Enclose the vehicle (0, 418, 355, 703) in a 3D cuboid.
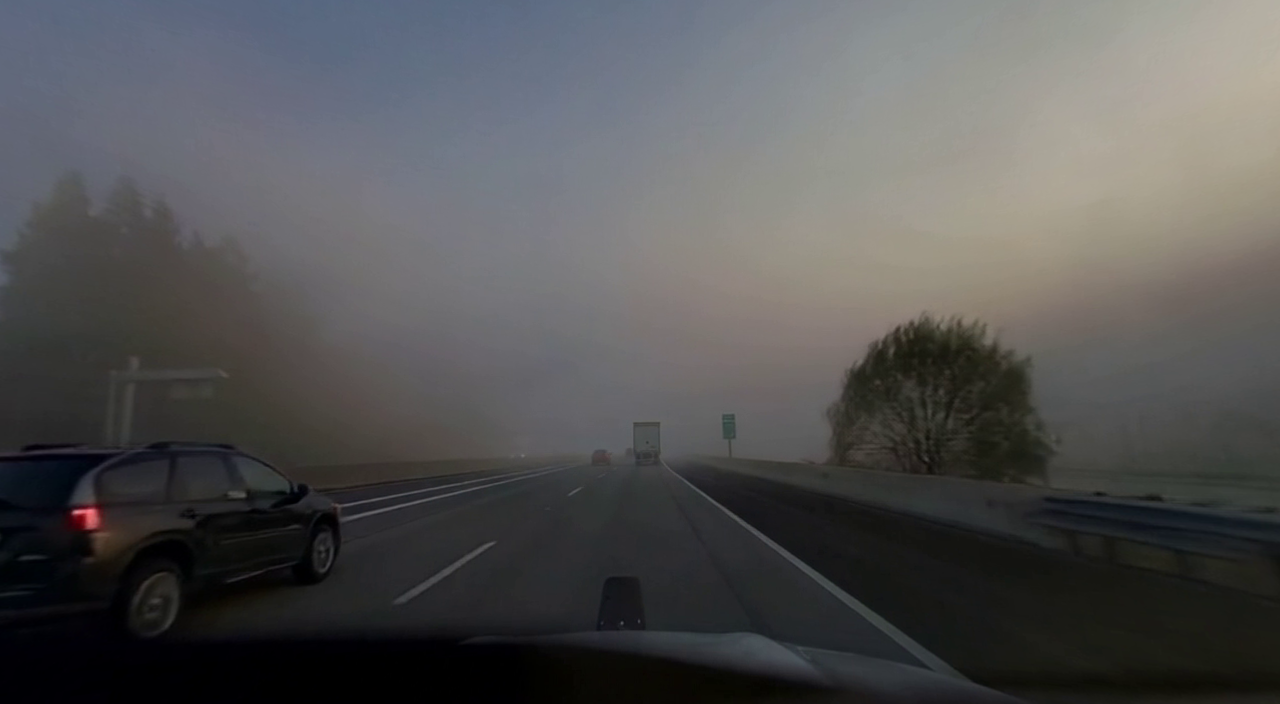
[{"bbox_3d":[-4.215,1.364,5.023,1.945,1.488,4.043,0,-9,0],"label":"vehicle"}]
